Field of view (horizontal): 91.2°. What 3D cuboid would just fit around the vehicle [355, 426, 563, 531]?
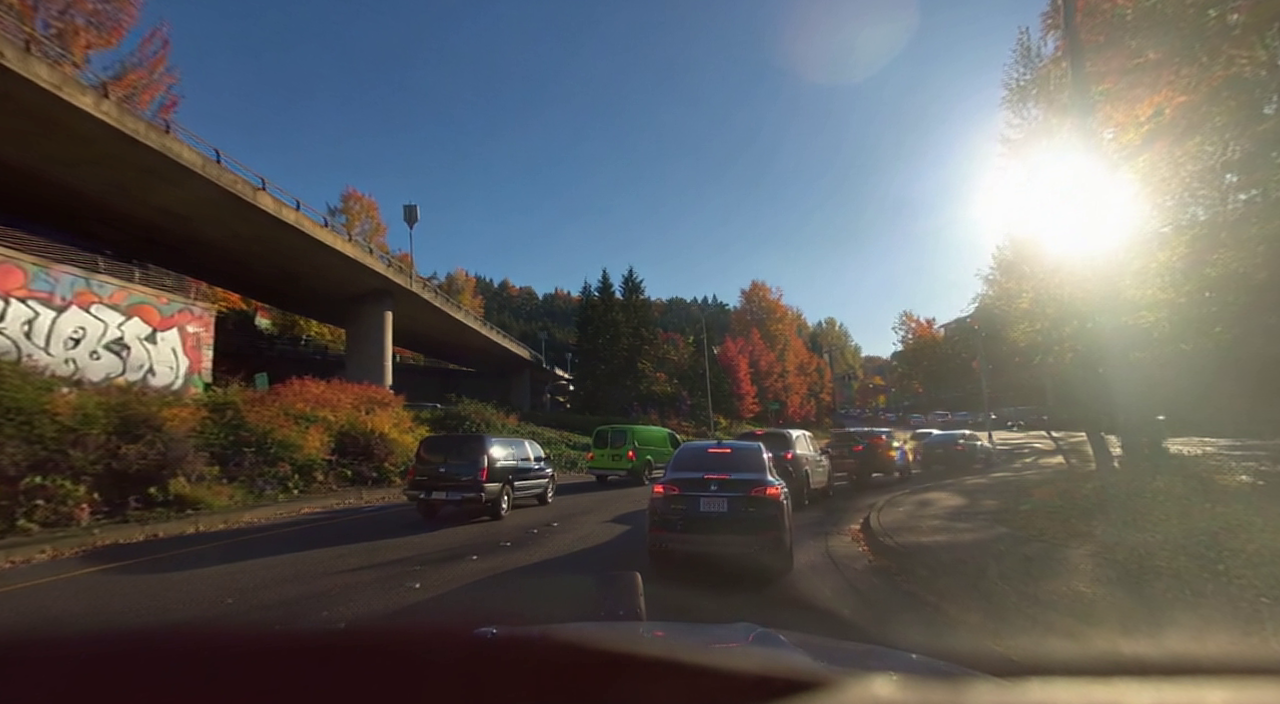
[{"bbox_3d":[-3.043,2.245,11.620,1.921,1.554,4.081,-2,-9,13],"label":"vehicle"}]

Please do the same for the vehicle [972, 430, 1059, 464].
[{"bbox_3d":[17.505,4.438,29.195,3.934,1.485,1.763,5,-10,-32],"label":"vehicle"}]

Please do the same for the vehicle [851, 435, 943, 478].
[{"bbox_3d":[9.719,3.890,23.538,1.780,1.446,3.902,-9,-12,44],"label":"vehicle"}]

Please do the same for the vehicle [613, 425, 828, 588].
[{"bbox_3d":[1.261,1.788,8.037,2.064,1.515,3.722,-3,-9,17],"label":"vehicle"}]
